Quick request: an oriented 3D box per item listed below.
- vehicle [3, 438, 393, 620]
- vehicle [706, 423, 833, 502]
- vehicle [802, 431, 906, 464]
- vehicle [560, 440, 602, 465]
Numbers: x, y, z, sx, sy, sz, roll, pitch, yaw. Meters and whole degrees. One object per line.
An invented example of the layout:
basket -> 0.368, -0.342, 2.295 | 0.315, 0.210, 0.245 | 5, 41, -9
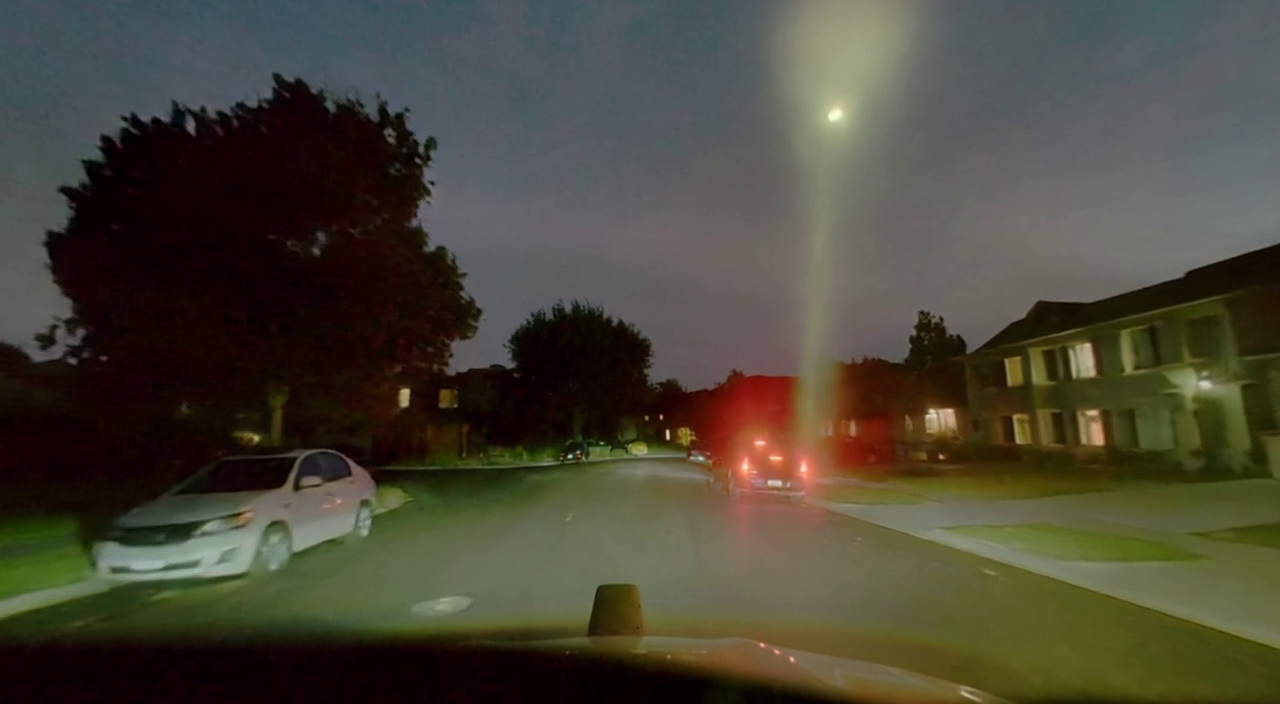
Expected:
vehicle -> -4.788, 1.866, 7.934 | 1.981, 1.463, 4.631 | 0, -7, -6
vehicle -> 3.270, 2.937, 17.157 | 2.228, 1.813, 4.901 | 0, -9, -2
vehicle -> 11.247, 5.055, 33.409 | 4.781, 1.700, 1.914 | 1, -9, -4
vehicle -> -4.586, 7.837, 49.517 | 2.041, 1.762, 4.508 | -3, -8, 11
